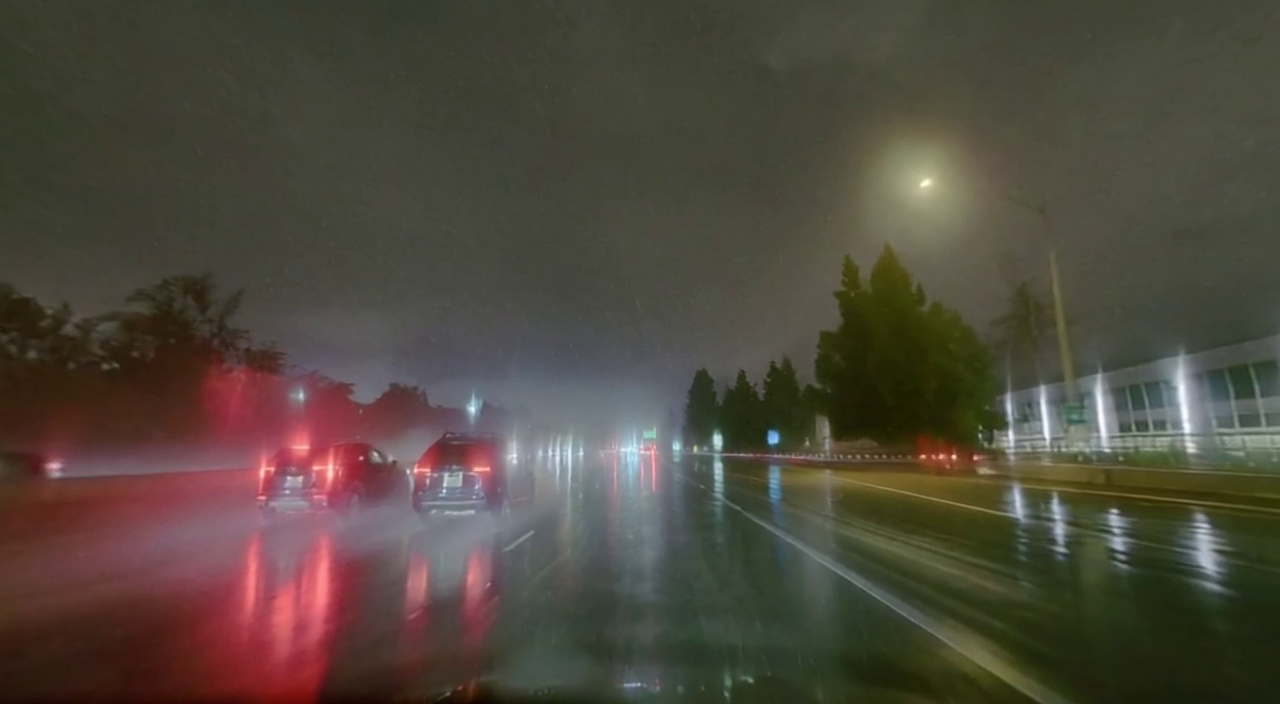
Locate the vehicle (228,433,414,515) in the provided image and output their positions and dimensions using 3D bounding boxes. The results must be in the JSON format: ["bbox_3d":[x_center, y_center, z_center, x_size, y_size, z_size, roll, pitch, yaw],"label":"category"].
[{"bbox_3d":[-7.425,2.878,15.327,2.071,1.661,4.540,0,-9,1],"label":"vehicle"}]

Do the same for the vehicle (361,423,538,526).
[{"bbox_3d":[-3.570,2.405,12.843,2.158,1.717,4.375,-1,-9,1],"label":"vehicle"}]
